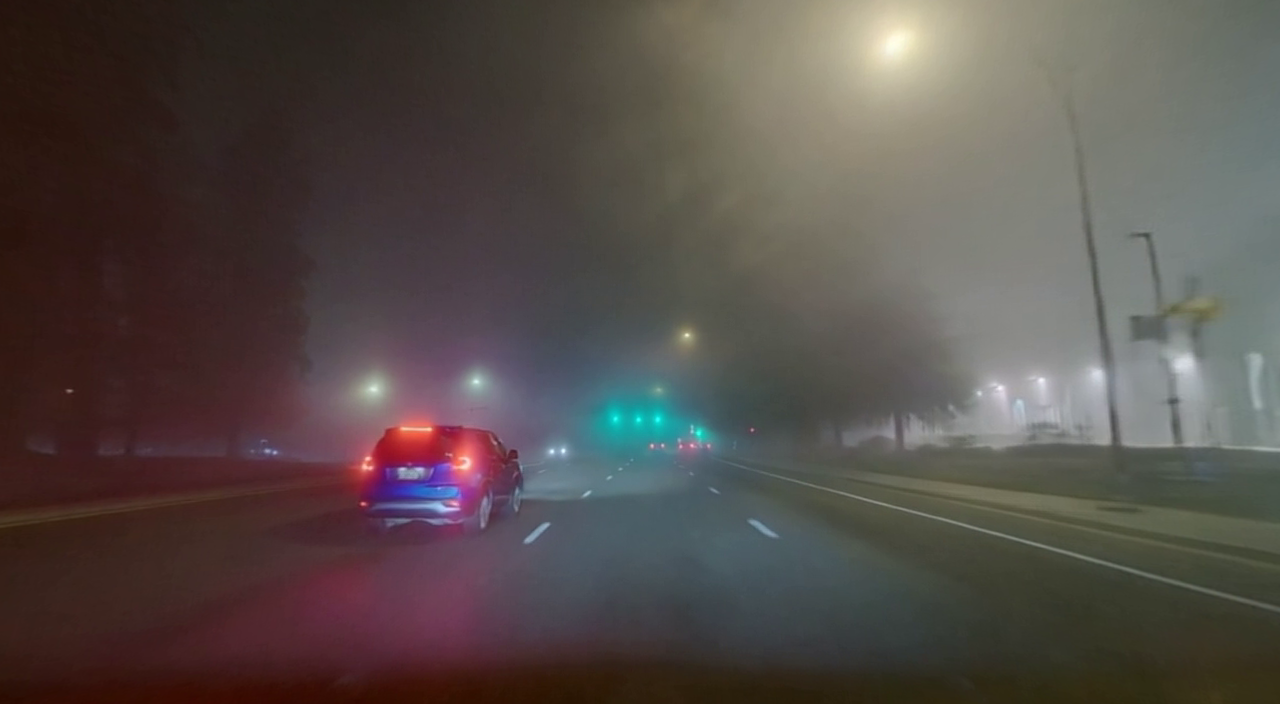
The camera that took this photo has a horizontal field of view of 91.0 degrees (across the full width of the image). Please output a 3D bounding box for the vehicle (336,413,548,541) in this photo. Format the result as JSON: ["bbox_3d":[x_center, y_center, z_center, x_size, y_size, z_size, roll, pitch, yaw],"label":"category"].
[{"bbox_3d":[-3.017,2.023,10.836,2.033,1.713,4.503,0,-8,2],"label":"vehicle"}]
